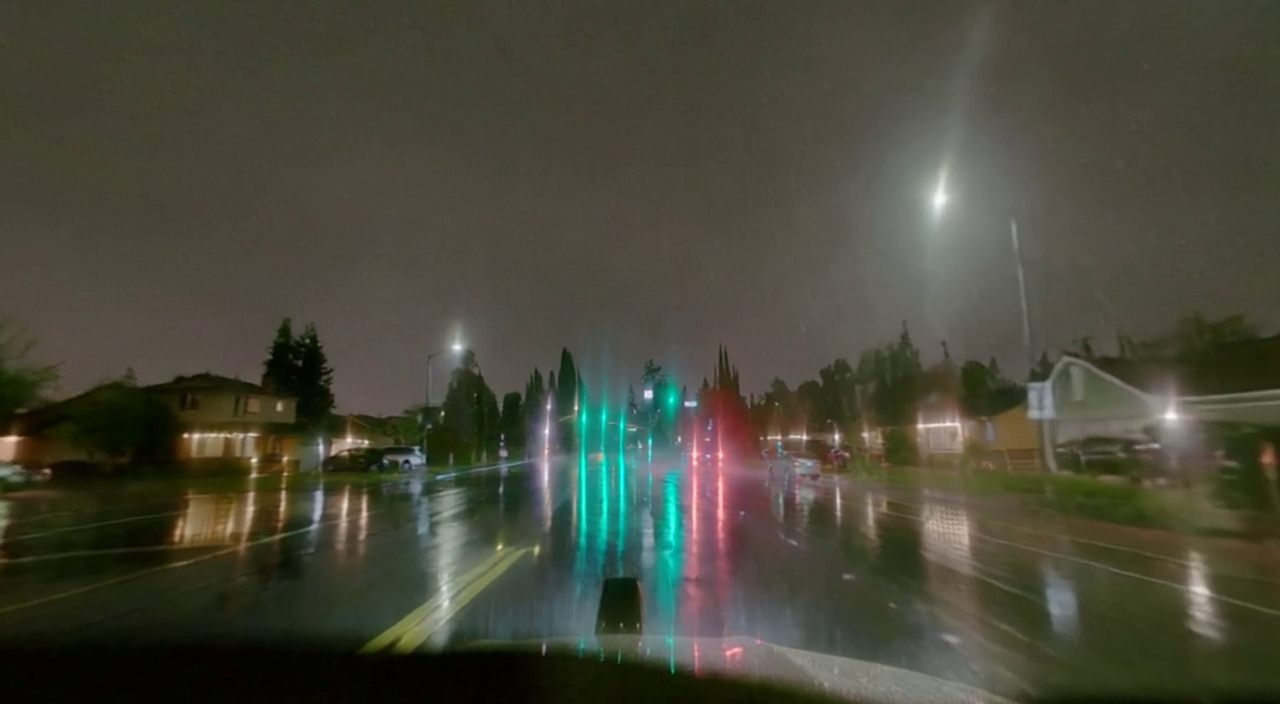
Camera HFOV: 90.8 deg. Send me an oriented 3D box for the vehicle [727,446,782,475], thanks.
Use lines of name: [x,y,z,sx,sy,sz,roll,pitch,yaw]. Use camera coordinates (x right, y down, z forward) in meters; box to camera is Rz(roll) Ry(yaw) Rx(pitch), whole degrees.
vehicle: [6.715,6.402,37.601,1.934,1.504,4.928,4,-9,-4]

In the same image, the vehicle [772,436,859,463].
vehicle: [13.550,7.547,49.025,5.974,1.840,2.185,-1,-7,-1]

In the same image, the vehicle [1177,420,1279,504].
vehicle: [15.316,2.459,14.325,4.401,1.756,1.983,0,-8,-1]

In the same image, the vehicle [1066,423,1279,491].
vehicle: [16.607,3.255,19.808,4.782,1.810,2.247,-2,-8,0]

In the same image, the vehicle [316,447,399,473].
vehicle: [-18.625,7.147,41.858,4.598,1.445,1.973,-2,-9,-2]

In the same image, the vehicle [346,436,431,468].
vehicle: [-18.842,7.559,47.578,5.096,2.070,2.687,2,-9,0]

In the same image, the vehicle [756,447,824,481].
vehicle: [7.333,5.518,31.410,1.951,1.528,4.366,1,-9,-5]
